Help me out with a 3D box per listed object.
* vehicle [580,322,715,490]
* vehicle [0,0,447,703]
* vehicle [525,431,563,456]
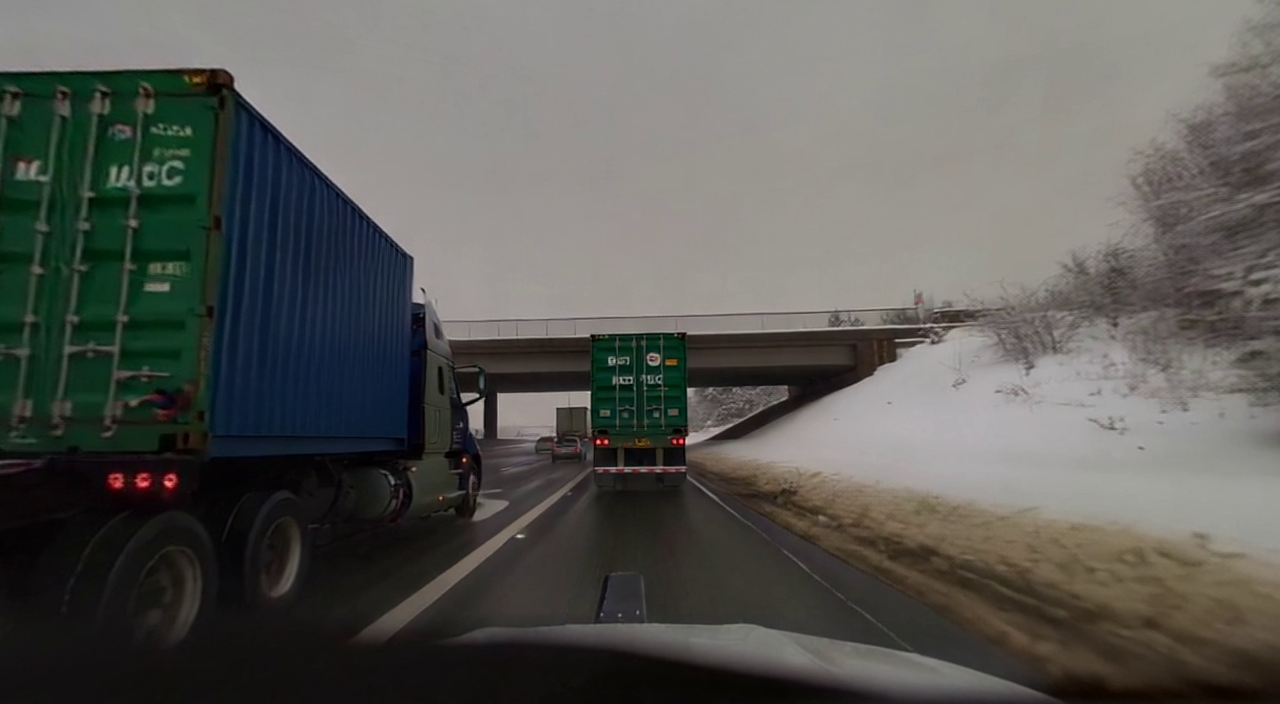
[{"bbox_3d":[0.116,1.866,19.656,3.357,4.212,7.519,0,-9,-1],"label":"vehicle"},{"bbox_3d":[-3.652,-0.580,0.280,2.873,4.198,13.317,0,-9,0],"label":"vehicle"},{"bbox_3d":[-7.159,6.894,47.618,2.163,1.772,4.244,0,-9,1],"label":"vehicle"}]
